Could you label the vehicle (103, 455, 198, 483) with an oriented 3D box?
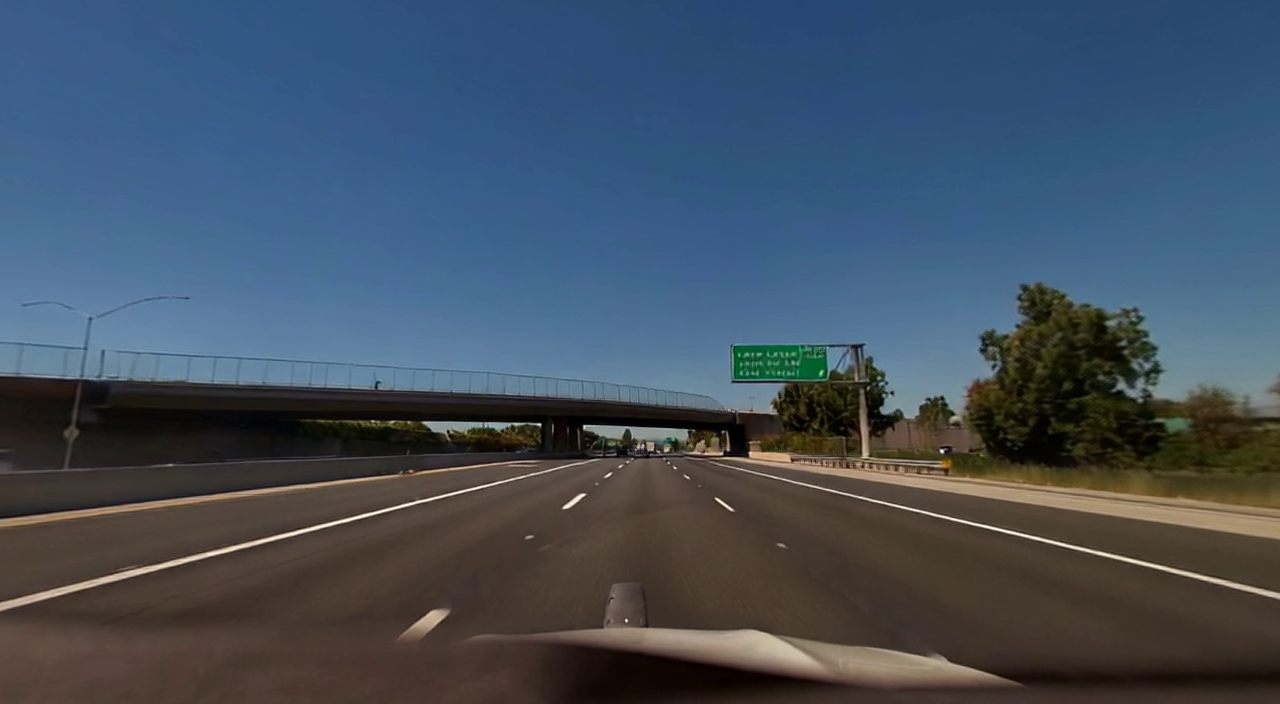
[{"bbox_3d":[-28.717,6.846,37.206,1.852,1.463,4.598,0,-9,1],"label":"vehicle"}]
